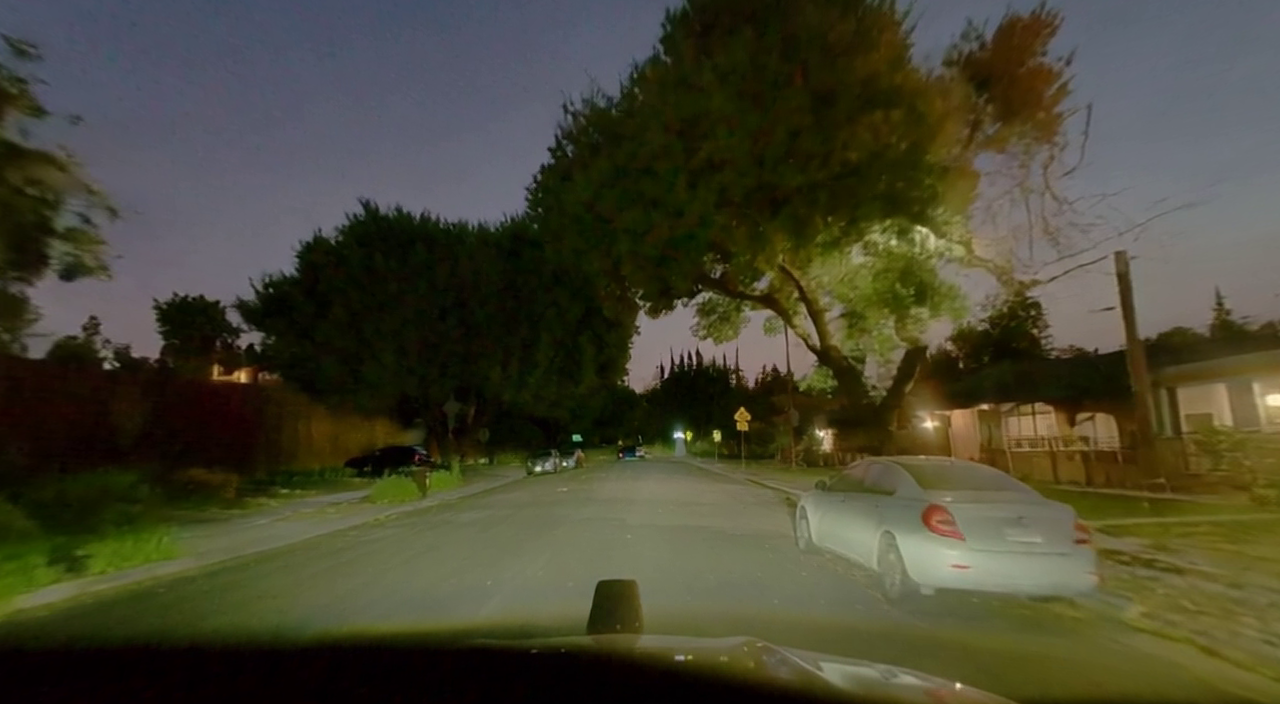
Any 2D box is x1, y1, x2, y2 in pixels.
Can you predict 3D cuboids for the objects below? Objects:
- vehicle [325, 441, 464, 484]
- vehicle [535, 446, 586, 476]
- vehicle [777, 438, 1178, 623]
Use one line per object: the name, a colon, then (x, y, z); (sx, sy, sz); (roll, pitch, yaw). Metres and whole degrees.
vehicle: (-10.154, 4.595, 26.409); (4.933, 1.547, 2.125); (-2, -8, 1)
vehicle: (-4.201, 5.829, 34.087); (1.987, 1.459, 4.473); (-1, -8, 2)
vehicle: (3.107, 1.710, 7.136); (2.043, 1.411, 4.331); (0, -8, -2)
